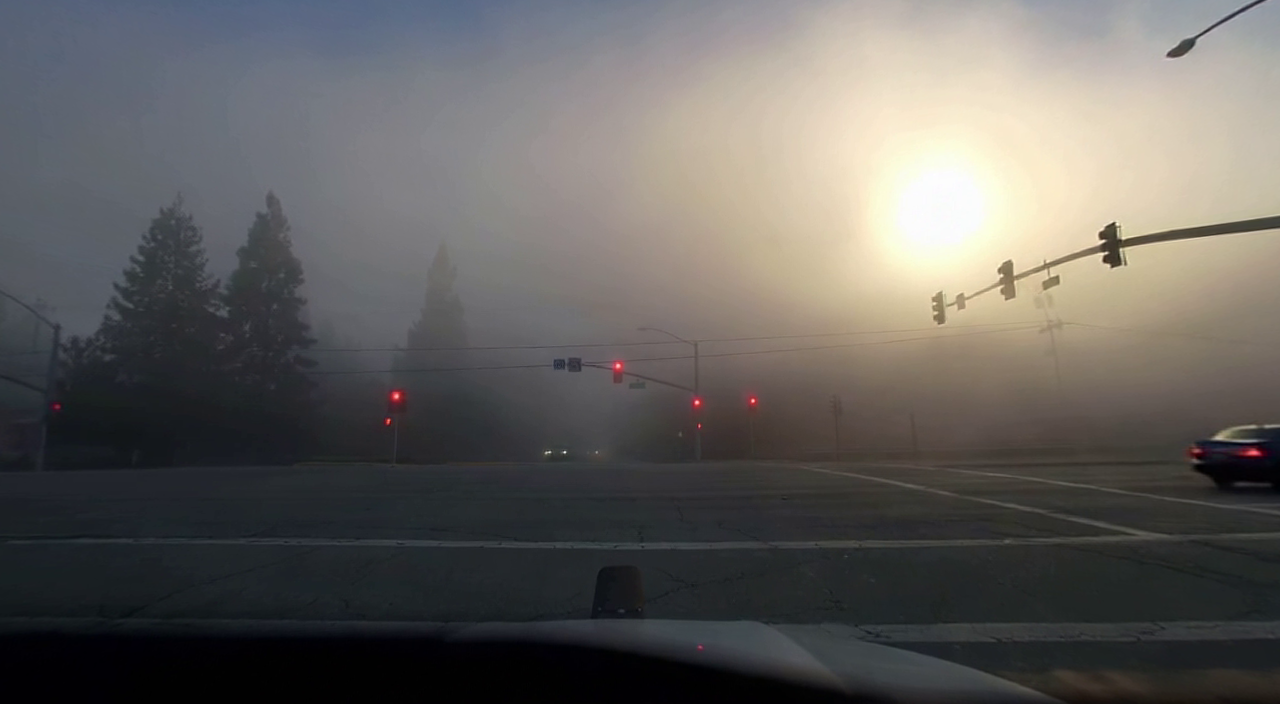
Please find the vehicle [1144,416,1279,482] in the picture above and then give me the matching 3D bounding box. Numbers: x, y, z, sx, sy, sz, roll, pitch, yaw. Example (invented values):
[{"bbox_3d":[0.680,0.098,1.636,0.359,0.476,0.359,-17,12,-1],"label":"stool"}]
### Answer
[{"bbox_3d":[15.061,2.279,14.938,4.736,1.445,1.933,0,-8,-4],"label":"vehicle"}]
